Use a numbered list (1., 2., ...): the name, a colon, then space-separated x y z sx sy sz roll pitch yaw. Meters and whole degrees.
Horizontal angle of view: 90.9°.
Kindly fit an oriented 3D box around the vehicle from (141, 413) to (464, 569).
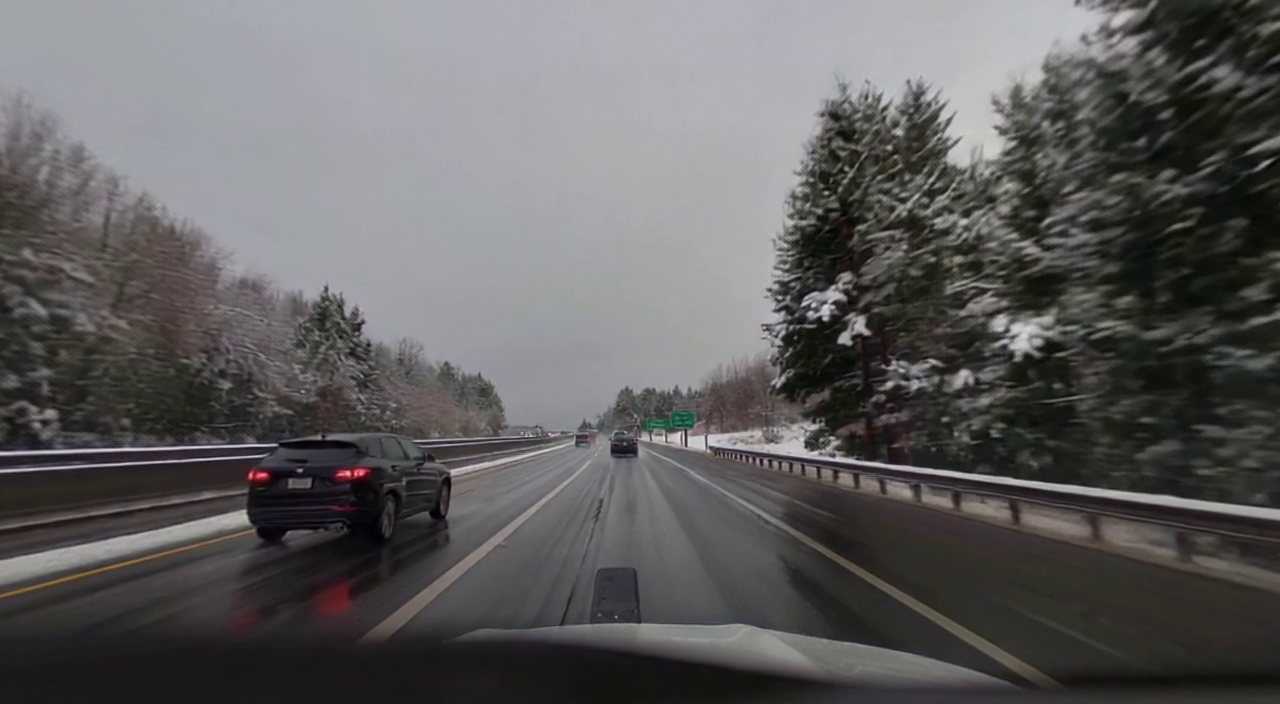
1. vehicle: -3.912 1.655 8.355 1.975 1.518 4.242 0 -8 -1

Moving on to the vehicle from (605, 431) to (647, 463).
1. vehicle: -0.771 5.124 34.317 2.162 1.616 4.242 0 -8 -2
